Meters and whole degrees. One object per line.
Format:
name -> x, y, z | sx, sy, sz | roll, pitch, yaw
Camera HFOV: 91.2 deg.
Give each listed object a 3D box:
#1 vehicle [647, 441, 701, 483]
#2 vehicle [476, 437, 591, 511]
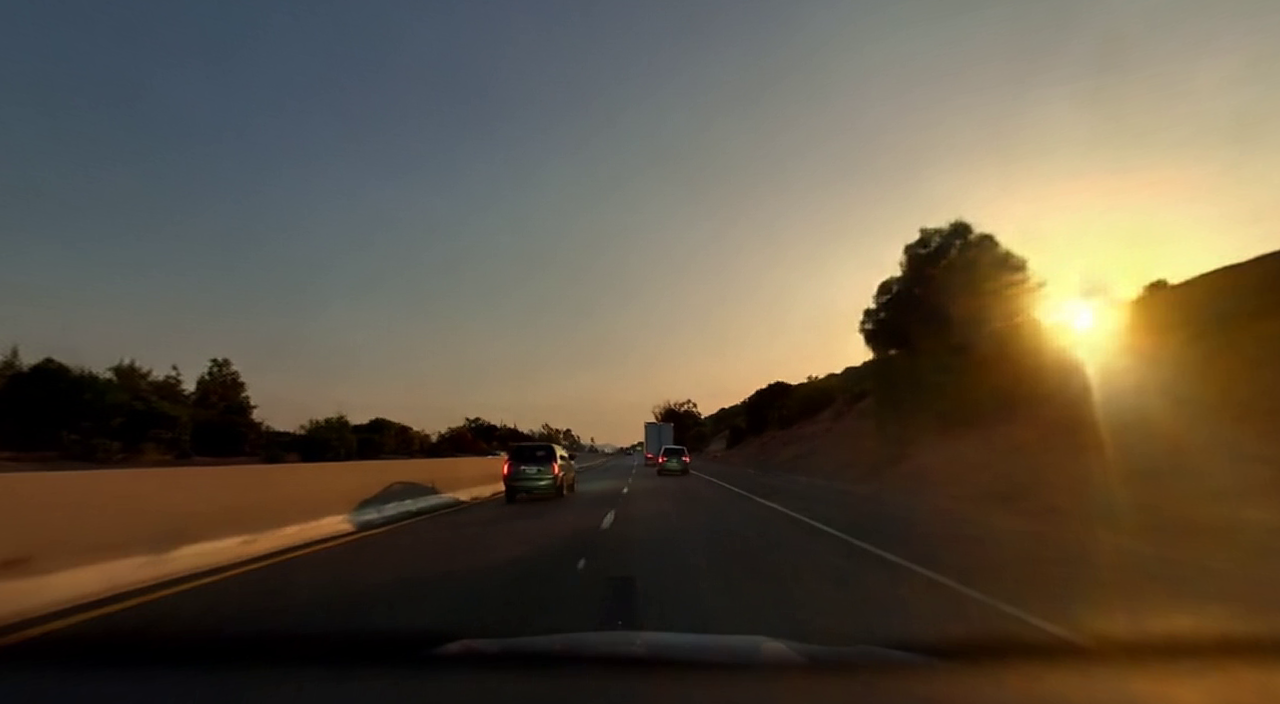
vehicle -> 1.453, 4.970, 28.501 | 2.230, 1.715, 4.243 | 0, -9, 0
vehicle -> -2.589, 3.123, 16.514 | 2.181, 1.653, 4.691 | 0, -9, 0
